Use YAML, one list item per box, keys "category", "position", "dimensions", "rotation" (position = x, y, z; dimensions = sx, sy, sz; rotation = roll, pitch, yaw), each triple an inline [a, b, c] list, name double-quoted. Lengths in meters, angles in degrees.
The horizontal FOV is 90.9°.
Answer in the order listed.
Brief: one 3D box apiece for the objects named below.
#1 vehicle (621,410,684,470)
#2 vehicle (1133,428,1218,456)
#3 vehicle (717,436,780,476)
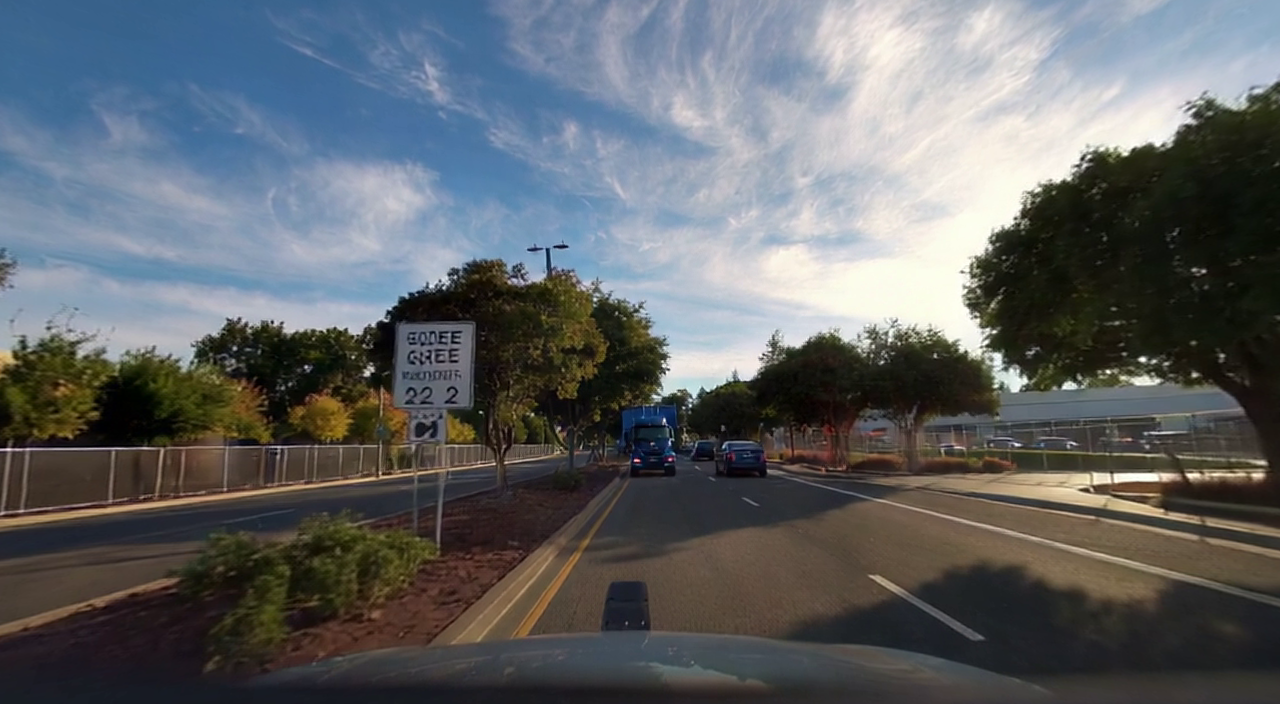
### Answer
- category: "vehicle"
  position: [0.708, 4.952, 35.317]
  dimensions: [3.197, 2.963, 7.055]
  rotation: [0, -8, 1]
- category: "vehicle"
  position: [37.499, 6.381, 44.383]
  dimensions: [2.389, 1.806, 5.792]
  rotation: [-3, -9, 18]
- category: "vehicle"
  position: [4.852, 4.709, 28.851]
  dimensions: [2.151, 1.662, 4.543]
  rotation: [0, -8, 1]
